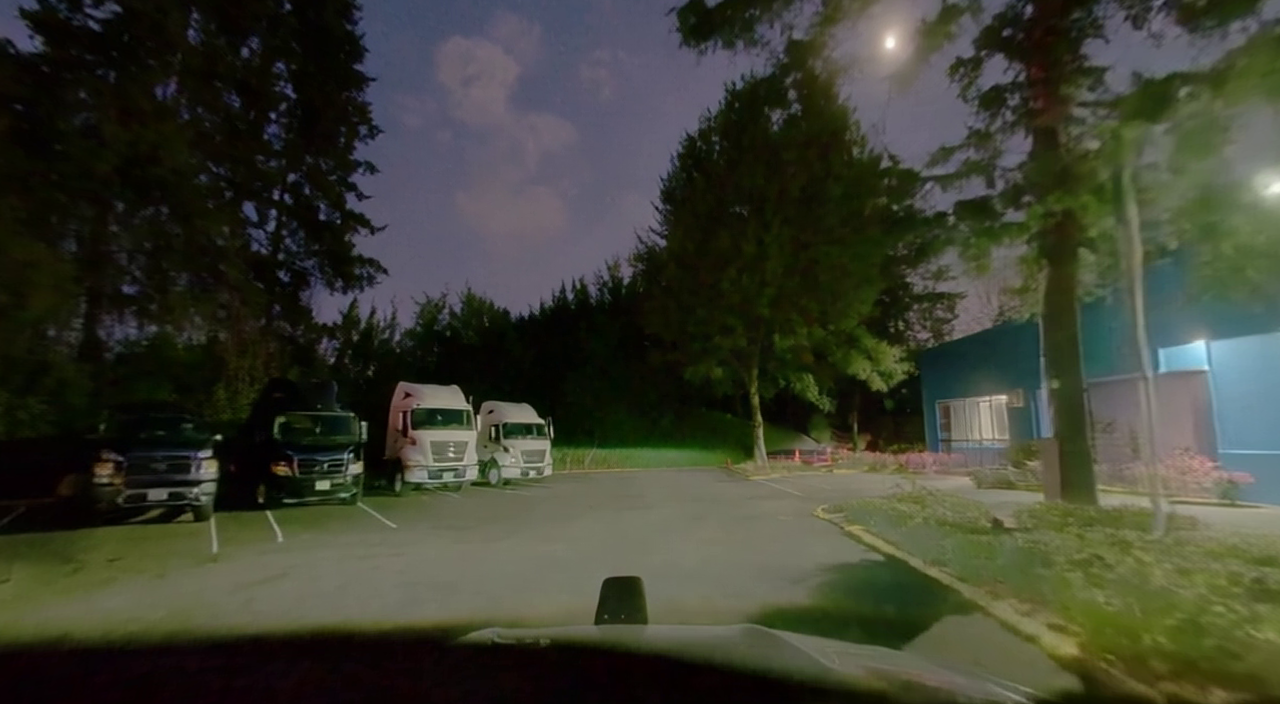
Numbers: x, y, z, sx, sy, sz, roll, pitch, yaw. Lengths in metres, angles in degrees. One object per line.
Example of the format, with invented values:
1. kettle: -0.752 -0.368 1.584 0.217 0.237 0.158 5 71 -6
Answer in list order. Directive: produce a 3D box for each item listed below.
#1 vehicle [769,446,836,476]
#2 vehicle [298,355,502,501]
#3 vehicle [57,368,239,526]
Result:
1. vehicle: 8.719 5.783 33.696 3.473 1.506 1.809 8 -12 -43
2. vehicle: -9.295 2.941 23.007 2.948 4.069 11.906 7 -12 -40
3. vehicle: -12.429 2.393 15.885 2.674 3.007 7.819 7 -11 -39
